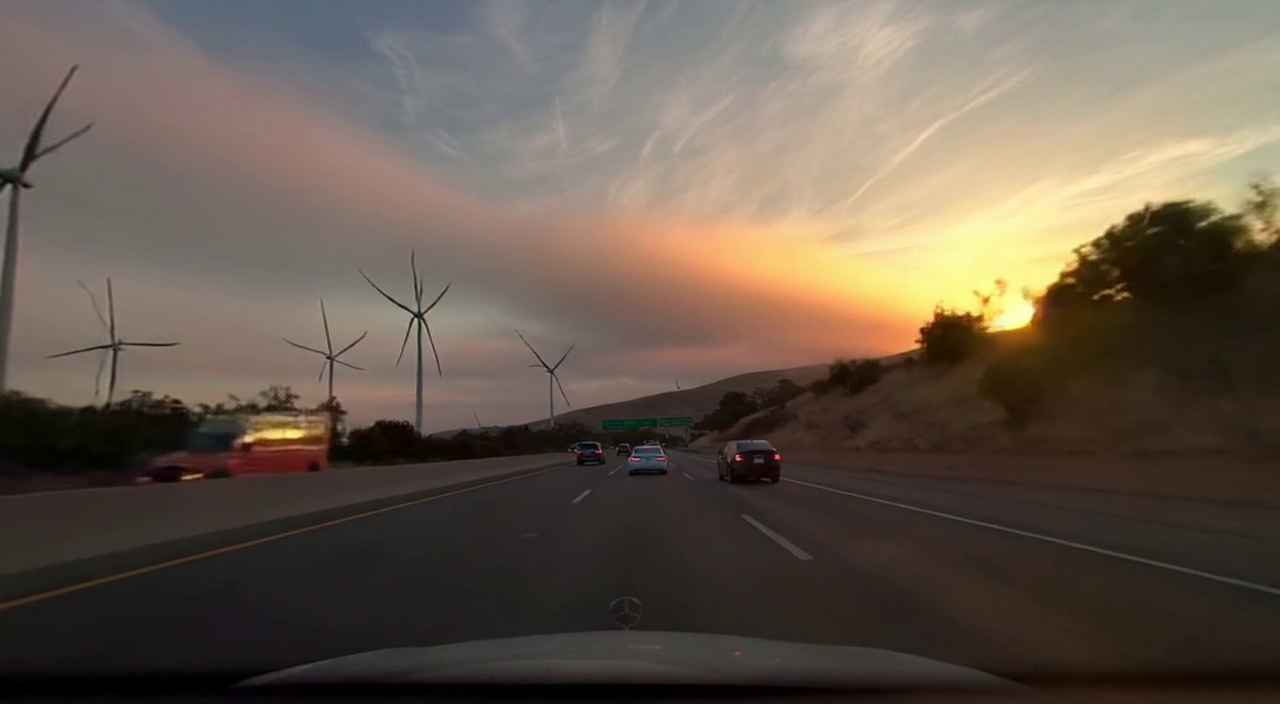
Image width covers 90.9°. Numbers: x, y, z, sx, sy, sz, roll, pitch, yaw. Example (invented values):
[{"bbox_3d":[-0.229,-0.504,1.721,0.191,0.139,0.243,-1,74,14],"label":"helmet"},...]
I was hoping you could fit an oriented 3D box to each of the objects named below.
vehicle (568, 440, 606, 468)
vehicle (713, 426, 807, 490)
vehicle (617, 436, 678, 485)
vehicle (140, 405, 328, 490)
[{"bbox_3d":[-3.556,6.957,43.196,2.131,1.784,4.635,0,-9,1],"label":"vehicle"},{"bbox_3d":[3.864,3.540,21.288,2.104,1.861,4.956,0,-9,-1],"label":"vehicle"},{"bbox_3d":[0.254,4.024,23.496,2.083,1.653,3.787,0,-9,0],"label":"vehicle"},{"bbox_3d":[-15.886,3.864,25.528,2.621,2.942,7.225,0,-9,1],"label":"vehicle"}]
